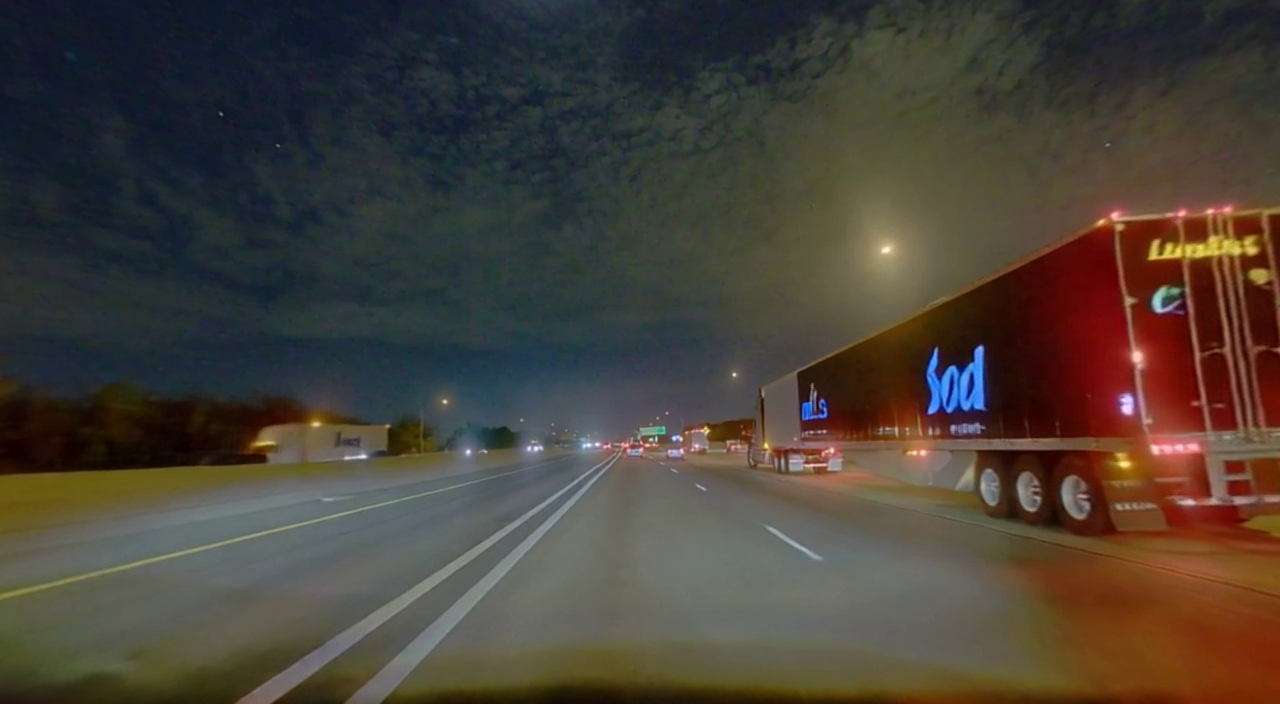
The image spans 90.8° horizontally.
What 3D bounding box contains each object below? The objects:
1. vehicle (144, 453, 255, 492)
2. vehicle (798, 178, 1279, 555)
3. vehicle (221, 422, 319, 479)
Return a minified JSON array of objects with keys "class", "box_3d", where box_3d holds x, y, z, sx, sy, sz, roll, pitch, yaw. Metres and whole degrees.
[{"class":"vehicle","box_3d":[-19.467,5.319,28.204,1.858,1.546,4.335,0,-8,-1]},{"class":"vehicle","box_3d":[7.546,1.291,15.055,2.892,4.128,16.495,0,-8,-2]},{"class":"vehicle","box_3d":[-27.524,7.347,47.448,3.027,3.952,7.052,0,-8,-1]}]
